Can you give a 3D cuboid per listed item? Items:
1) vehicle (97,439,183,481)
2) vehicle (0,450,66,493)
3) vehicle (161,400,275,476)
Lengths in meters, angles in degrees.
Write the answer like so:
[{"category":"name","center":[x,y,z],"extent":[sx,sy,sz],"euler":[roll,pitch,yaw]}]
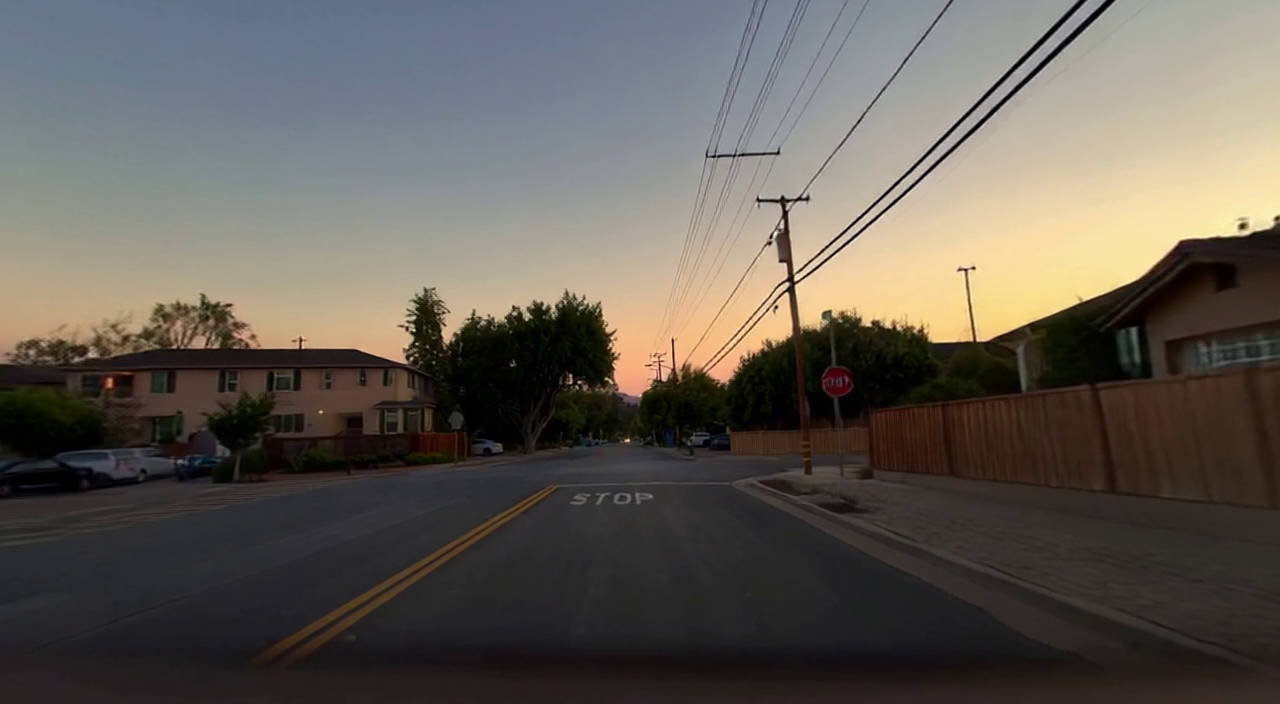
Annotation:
[{"category":"vehicle","center":[-23.721,5.108,30.176],"extent":[2.083,1.802,4.455],"euler":[4,-9,-24]},{"category":"vehicle","center":[-24.078,4.476,23.960],"extent":[1.955,1.448,4.542],"euler":[3,-9,-23]},{"category":"vehicle","center":[-20.212,4.435,30.876],"extent":[2.842,3.181,8.576],"euler":[5,-12,-23]}]
